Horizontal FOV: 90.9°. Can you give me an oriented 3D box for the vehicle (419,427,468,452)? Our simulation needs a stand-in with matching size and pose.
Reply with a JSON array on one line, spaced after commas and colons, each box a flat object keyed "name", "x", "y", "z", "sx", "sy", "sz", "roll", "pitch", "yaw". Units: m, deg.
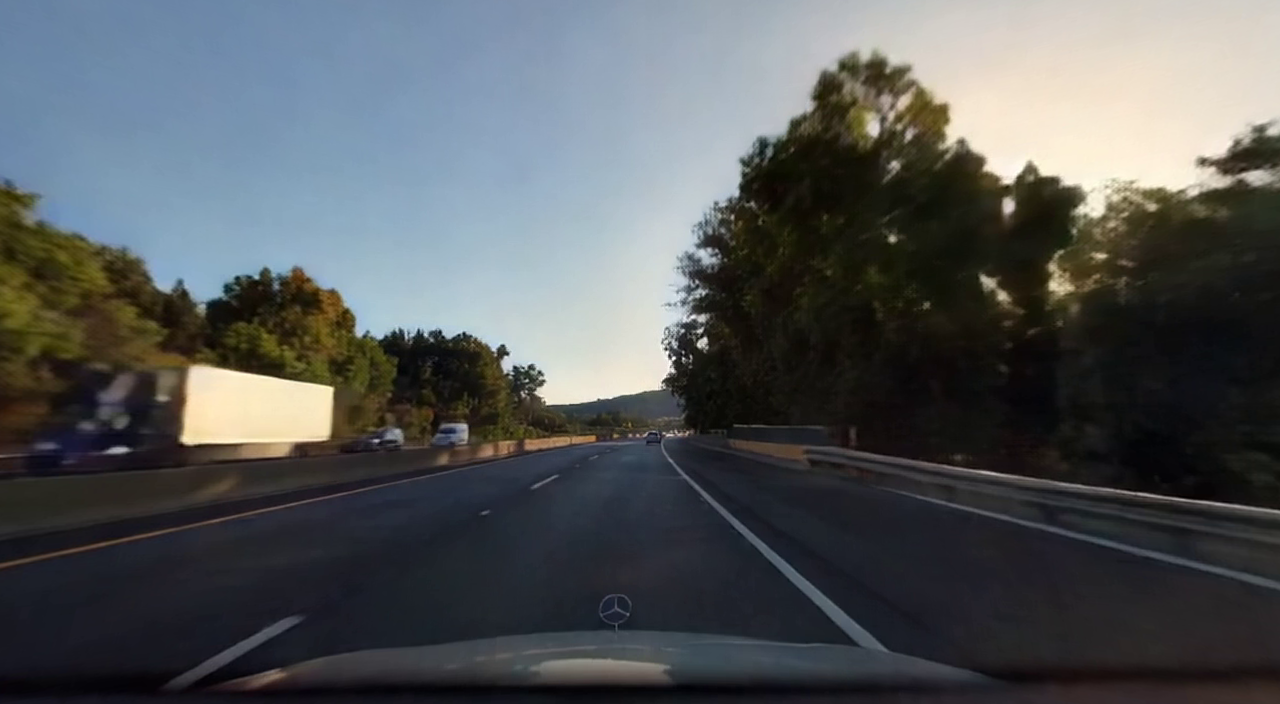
[{"name": "vehicle", "x": -15.397, "y": 6.855, "z": 49.679, "sx": 2.120, "sy": 1.862, "sz": 5.124, "roll": 0, "pitch": -8, "yaw": 1}]
